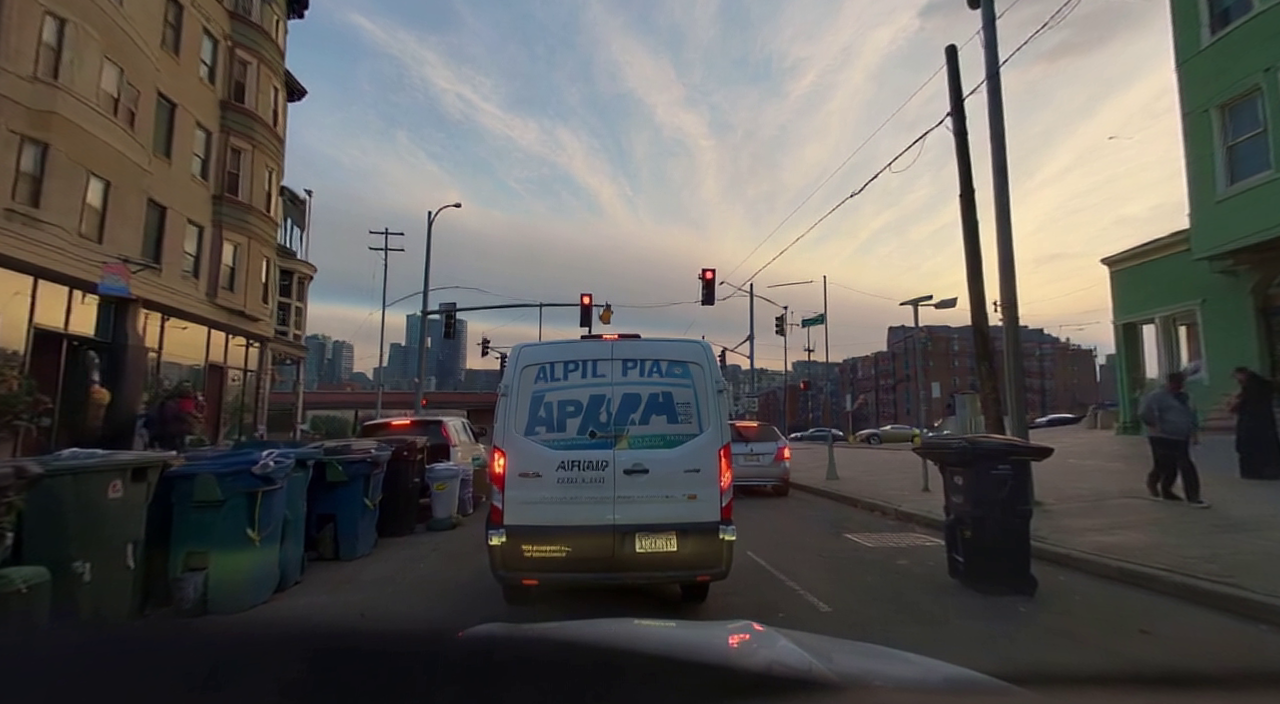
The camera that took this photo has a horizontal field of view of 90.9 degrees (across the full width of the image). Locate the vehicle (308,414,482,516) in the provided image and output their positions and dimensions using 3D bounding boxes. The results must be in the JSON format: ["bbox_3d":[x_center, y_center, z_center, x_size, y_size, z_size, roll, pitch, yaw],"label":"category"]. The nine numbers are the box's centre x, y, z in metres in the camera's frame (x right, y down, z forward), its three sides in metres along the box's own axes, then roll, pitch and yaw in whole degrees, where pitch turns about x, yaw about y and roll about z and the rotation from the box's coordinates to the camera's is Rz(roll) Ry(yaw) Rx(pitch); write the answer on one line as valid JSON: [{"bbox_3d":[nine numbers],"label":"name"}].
[{"bbox_3d":[-3.970,1.861,10.870,1.841,1.461,3.426,1,-8,-5],"label":"vehicle"}]

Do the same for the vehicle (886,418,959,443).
[{"bbox_3d":[16.002,4.456,35.723,3.381,1.391,1.529,1,-8,-9],"label":"vehicle"}]

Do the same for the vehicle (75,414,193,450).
[{"bbox_3d":[-22.938,3.662,28.673,3.713,1.571,1.751,1,-8,-7],"label":"vehicle"}]

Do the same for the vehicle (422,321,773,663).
[{"bbox_3d":[-0.342,1.051,5.746,1.951,1.907,4.266,0,-8,-3],"label":"vehicle"}]

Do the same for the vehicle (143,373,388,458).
[{"bbox_3d":[-15.110,2.685,26.157,8.088,3.213,2.801,1,-8,-11],"label":"vehicle"}]
